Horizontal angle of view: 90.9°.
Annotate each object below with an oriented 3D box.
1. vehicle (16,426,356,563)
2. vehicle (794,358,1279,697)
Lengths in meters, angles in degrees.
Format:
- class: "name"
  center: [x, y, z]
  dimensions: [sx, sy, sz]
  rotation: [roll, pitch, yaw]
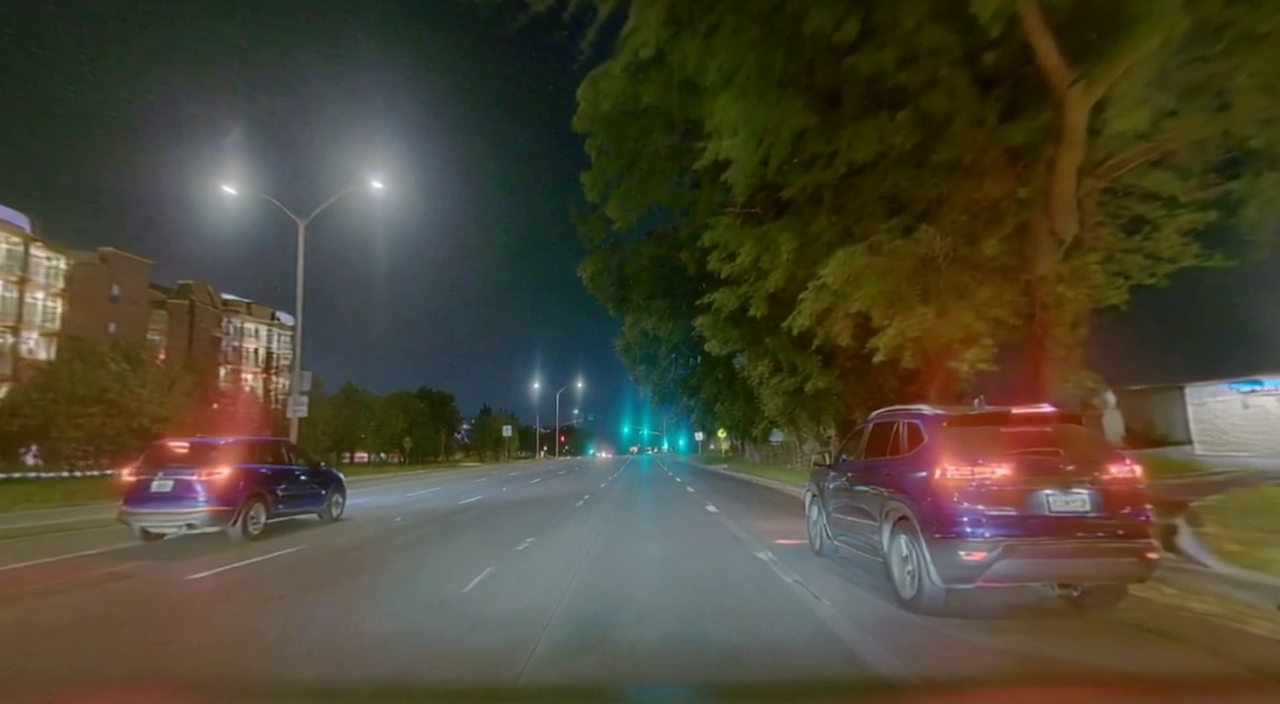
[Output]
- class: "vehicle"
  center: [-6.770, 2.149, 10.351]
  dimensions: [2.069, 1.690, 4.837]
  rotation: [0, -9, -2]
- class: "vehicle"
  center: [2.993, 1.259, 5.674]
  dimensions: [2.047, 1.768, 4.607]
  rotation: [0, -9, 0]
